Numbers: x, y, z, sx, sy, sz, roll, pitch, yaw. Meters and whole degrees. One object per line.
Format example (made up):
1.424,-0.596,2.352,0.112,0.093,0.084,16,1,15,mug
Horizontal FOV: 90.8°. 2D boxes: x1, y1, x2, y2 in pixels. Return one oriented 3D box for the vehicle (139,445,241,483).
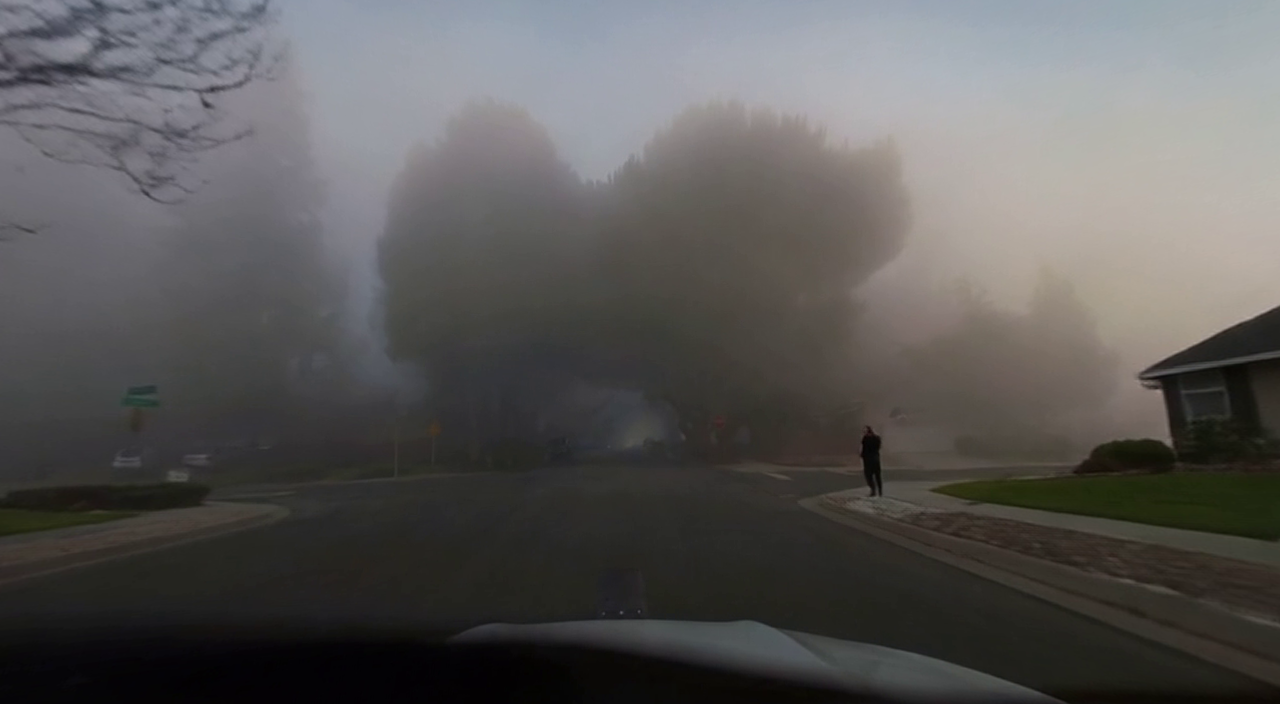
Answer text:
-24.990,6.215,35.348,2.004,1.856,4.934,-4,-9,2,vehicle
